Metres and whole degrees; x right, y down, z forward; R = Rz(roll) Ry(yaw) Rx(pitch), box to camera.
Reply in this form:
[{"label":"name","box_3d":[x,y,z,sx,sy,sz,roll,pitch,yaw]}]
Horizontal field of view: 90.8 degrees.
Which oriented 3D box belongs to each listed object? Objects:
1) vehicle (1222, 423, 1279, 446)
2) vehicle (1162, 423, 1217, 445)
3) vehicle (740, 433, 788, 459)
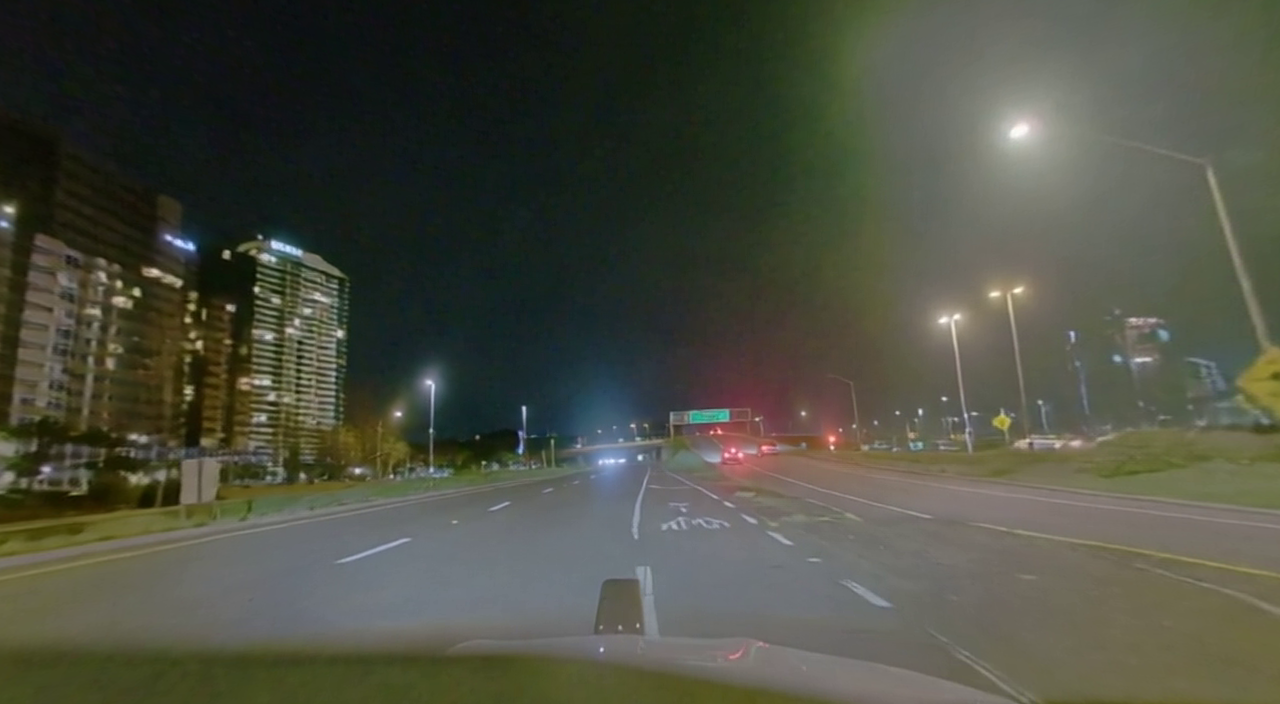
[{"label":"vehicle","box_3d":[41.523,5.516,42.084,3.580,1.433,1.872,0,-9,0]},{"label":"vehicle","box_3d":[42.566,6.386,48.922,3.934,1.573,1.856,5,-10,-29]},{"label":"vehicle","box_3d":[7.608,5.803,39.016,2.048,1.516,3.874,0,-8,-2]}]
